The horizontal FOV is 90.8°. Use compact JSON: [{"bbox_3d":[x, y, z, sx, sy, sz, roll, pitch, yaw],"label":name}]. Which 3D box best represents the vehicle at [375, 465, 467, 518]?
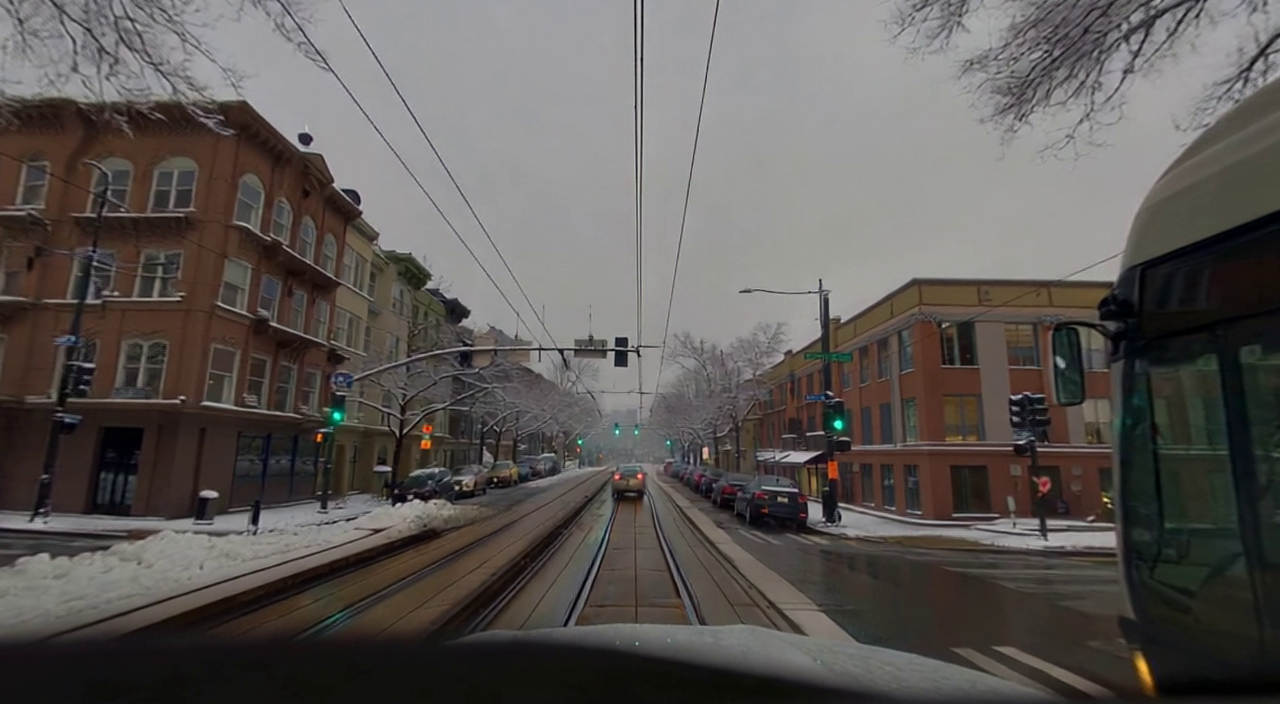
[{"bbox_3d":[-7.432,4.853,21.878,1.779,1.588,3.953,2,-13,-2],"label":"vehicle"}]

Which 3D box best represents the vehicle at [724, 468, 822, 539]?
[{"bbox_3d":[3.843,4.450,19.093,1.929,1.723,4.134,0,-8,-2],"label":"vehicle"}]

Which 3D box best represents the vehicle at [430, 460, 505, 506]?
[{"bbox_3d":[-7.415,5.657,27.651,1.861,1.751,4.550,1,-9,2],"label":"vehicle"}]

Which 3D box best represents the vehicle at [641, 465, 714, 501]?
[{"bbox_3d":[1.816,6.519,31.719,1.984,1.571,3.404,6,-10,-33],"label":"vehicle"}]

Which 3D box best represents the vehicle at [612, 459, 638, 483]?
[{"bbox_3d":[-1.113,9.014,48.034,1.966,1.600,3.494,0,-8,0],"label":"vehicle"}]
